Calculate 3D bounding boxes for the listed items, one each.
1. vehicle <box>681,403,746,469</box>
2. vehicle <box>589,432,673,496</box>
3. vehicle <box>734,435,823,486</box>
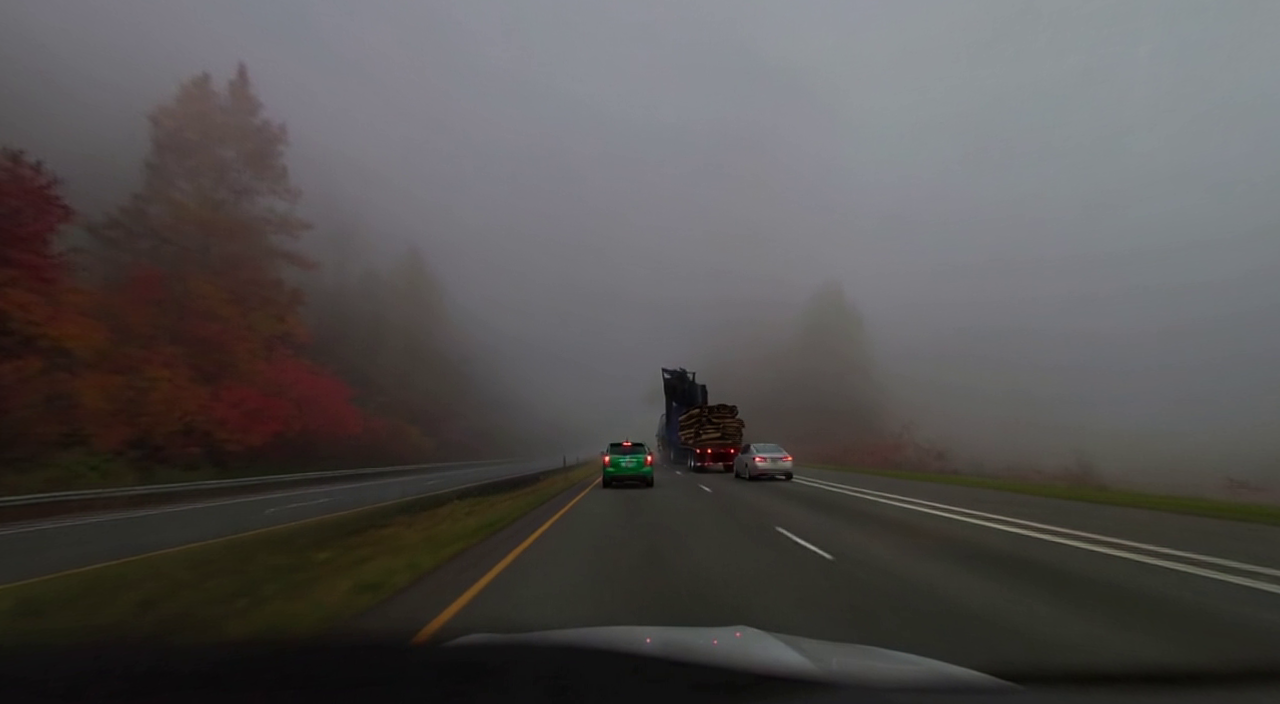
[{"bbox_3d":[4.638,5.632,41.674,3.125,3.895,8.461,0,-9,-1],"label":"vehicle"},{"bbox_3d":[-0.248,3.322,18.942,2.263,1.699,3.936,-1,-9,0],"label":"vehicle"},{"bbox_3d":[4.895,3.911,22.933,2.057,1.660,4.525,0,-9,-2],"label":"vehicle"}]
